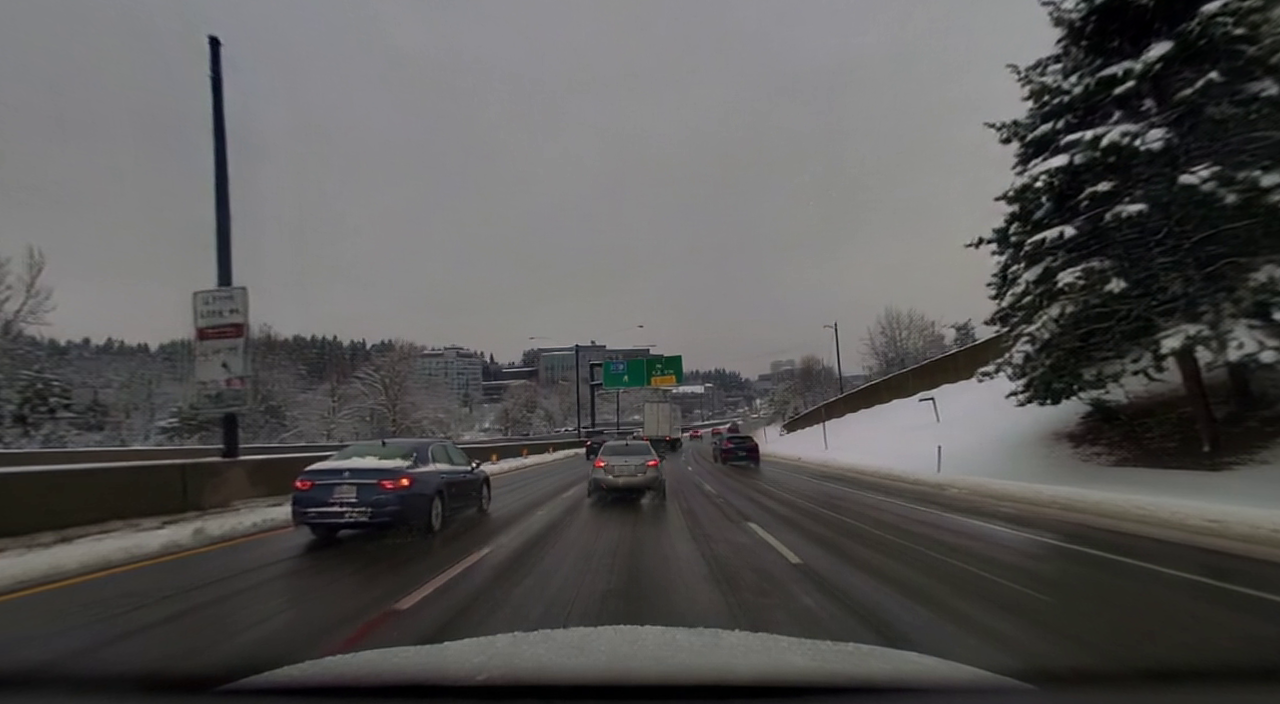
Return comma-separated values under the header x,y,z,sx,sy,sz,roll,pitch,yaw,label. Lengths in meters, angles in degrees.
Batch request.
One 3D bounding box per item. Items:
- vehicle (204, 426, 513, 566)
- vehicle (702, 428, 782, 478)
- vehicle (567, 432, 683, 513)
x,y,z,sx,sy,sz,roll,pitch,yaw,label
-3.528,1.926,9.319,2.130,1.474,5.027,-1,-9,2,vehicle
3.686,3.755,23.688,2.166,1.666,4.618,0,-9,-1,vehicle
-0.252,2.542,13.753,2.136,1.470,3.971,0,-9,1,vehicle
